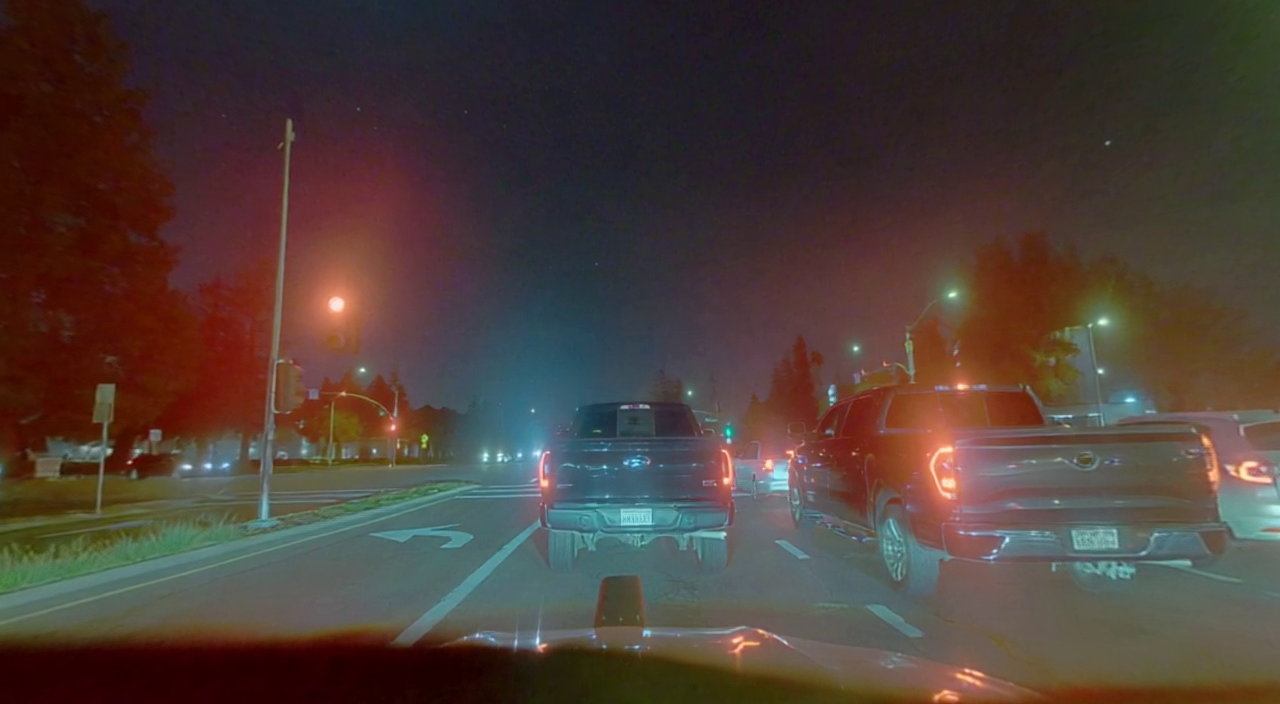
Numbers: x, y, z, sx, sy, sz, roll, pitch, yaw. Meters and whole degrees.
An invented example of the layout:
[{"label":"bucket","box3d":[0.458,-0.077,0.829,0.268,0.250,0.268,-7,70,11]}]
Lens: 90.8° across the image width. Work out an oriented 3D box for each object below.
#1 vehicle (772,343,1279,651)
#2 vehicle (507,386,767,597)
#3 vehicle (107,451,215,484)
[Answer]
[{"label":"vehicle","box3d":[3.313,1.330,6.929,2.412,1.953,5.682,0,-9,-1]},{"label":"vehicle","box3d":[-0.069,1.579,8.055,2.240,1.821,5.001,0,-9,-1]},{"label":"vehicle","box3d":[-26.382,6.332,35.024,4.437,1.669,1.936,5,-10,-30]}]
